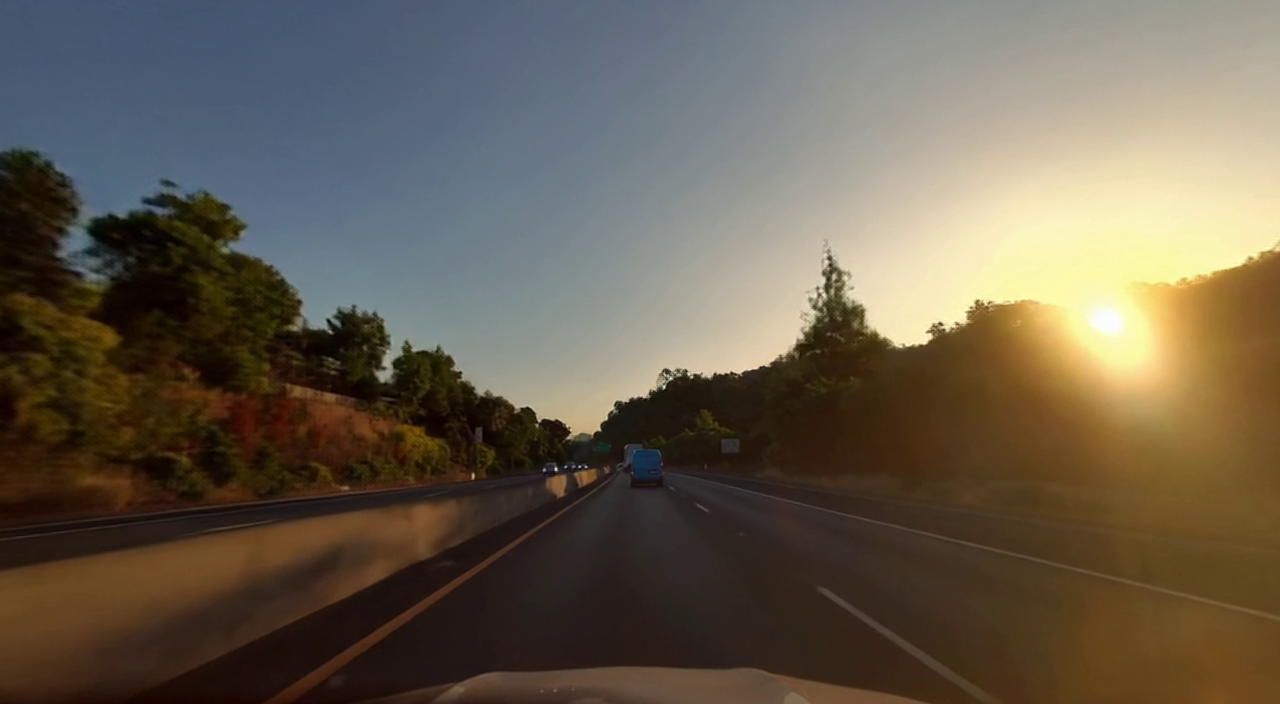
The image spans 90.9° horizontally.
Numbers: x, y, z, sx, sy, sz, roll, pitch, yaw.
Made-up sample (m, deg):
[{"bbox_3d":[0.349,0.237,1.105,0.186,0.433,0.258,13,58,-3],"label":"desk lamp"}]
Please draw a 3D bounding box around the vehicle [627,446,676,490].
[{"bbox_3d":[0.554,6.336,34.343,2.429,2.167,4.558,1,-11,-2],"label":"vehicle"}]
